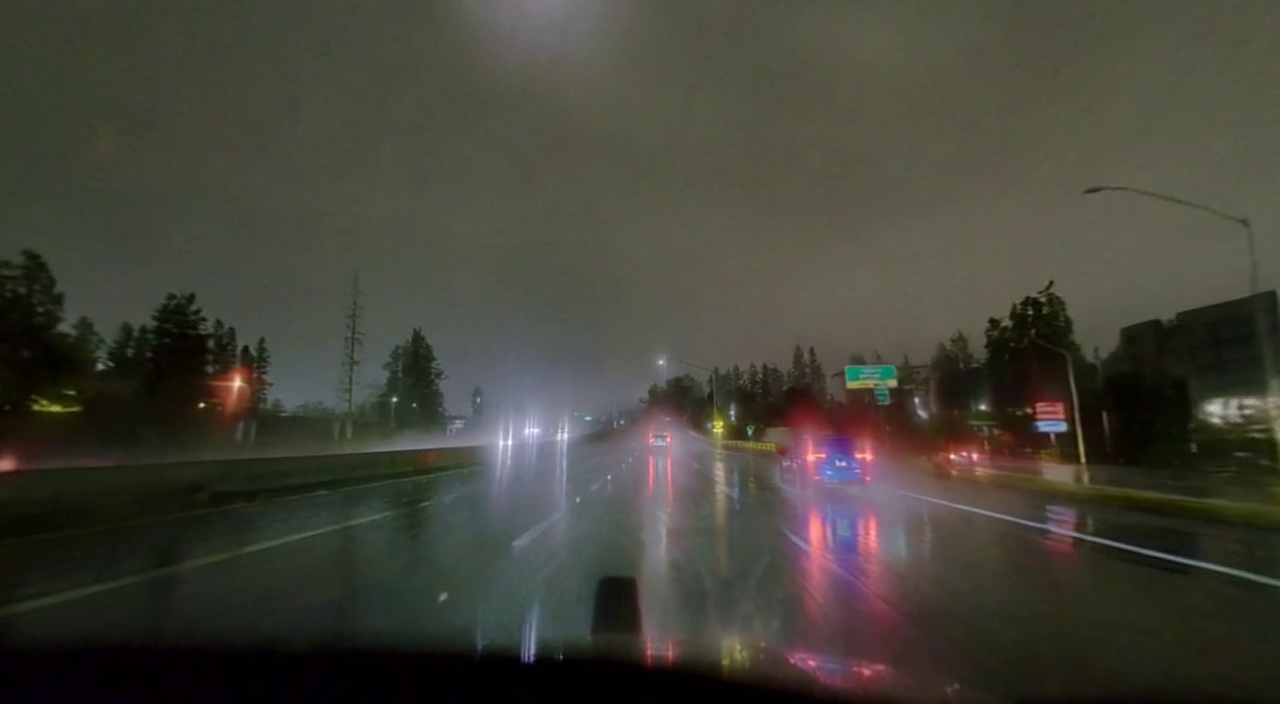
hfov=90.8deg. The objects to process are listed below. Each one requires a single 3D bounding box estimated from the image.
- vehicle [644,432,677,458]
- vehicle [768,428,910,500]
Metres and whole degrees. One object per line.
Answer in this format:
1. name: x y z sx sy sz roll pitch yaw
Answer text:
1. vehicle: 1.368 6.480 43.940 2.127 1.692 4.382 0 -9 0
2. vehicle: 4.709 2.731 15.787 2.029 1.528 4.644 0 -9 0
